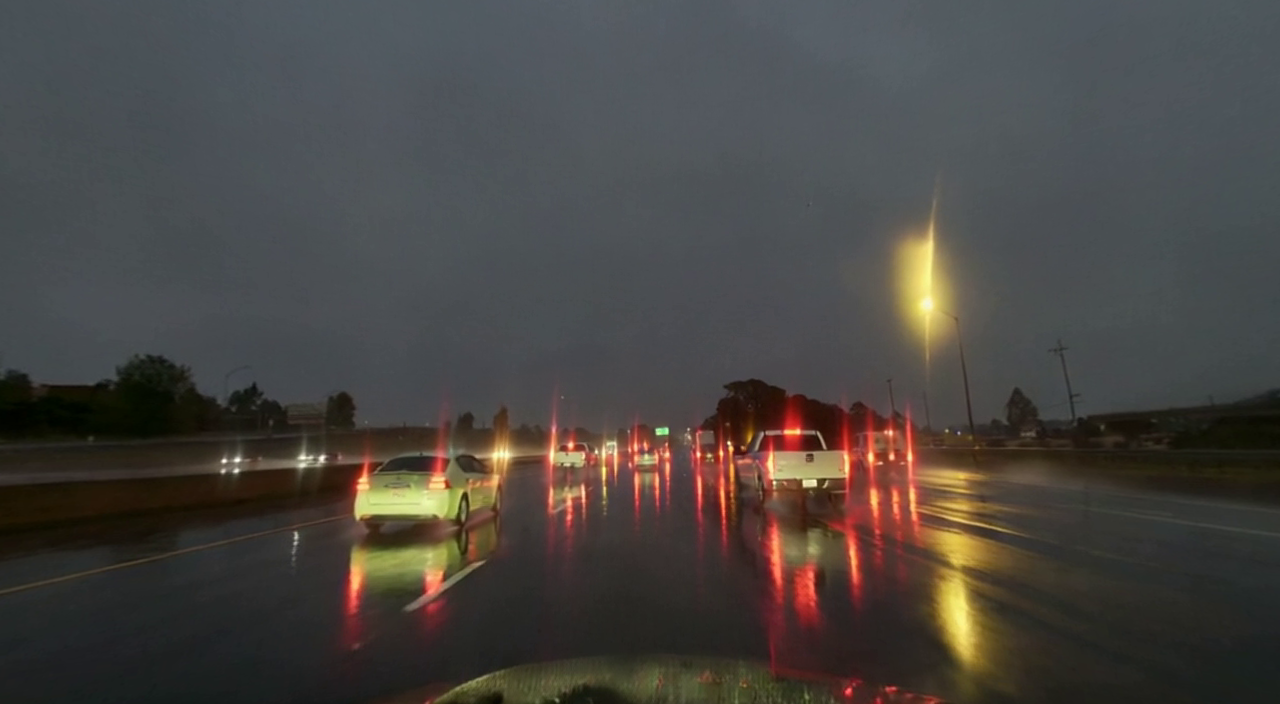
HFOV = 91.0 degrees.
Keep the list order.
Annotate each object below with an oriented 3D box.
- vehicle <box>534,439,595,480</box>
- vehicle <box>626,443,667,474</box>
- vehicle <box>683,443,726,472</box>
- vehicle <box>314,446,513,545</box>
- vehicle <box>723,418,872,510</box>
[{"bbox_3d":[-3.497,5.088,30.148,2.176,1.783,4.799,0,-9,2],"label":"vehicle"},{"bbox_3d":[0.359,5.878,34.920,2.147,1.572,4.094,0,-9,0],"label":"vehicle"},{"bbox_3d":[3.950,6.535,39.174,2.145,1.636,4.437,0,-9,-1],"label":"vehicle"},{"bbox_3d":[-3.760,2.429,11.403,1.947,1.424,4.264,0,-9,1],"label":"vehicle"},{"bbox_3d":[3.703,2.787,16.126,2.340,1.925,5.529,0,-9,-1],"label":"vehicle"}]
